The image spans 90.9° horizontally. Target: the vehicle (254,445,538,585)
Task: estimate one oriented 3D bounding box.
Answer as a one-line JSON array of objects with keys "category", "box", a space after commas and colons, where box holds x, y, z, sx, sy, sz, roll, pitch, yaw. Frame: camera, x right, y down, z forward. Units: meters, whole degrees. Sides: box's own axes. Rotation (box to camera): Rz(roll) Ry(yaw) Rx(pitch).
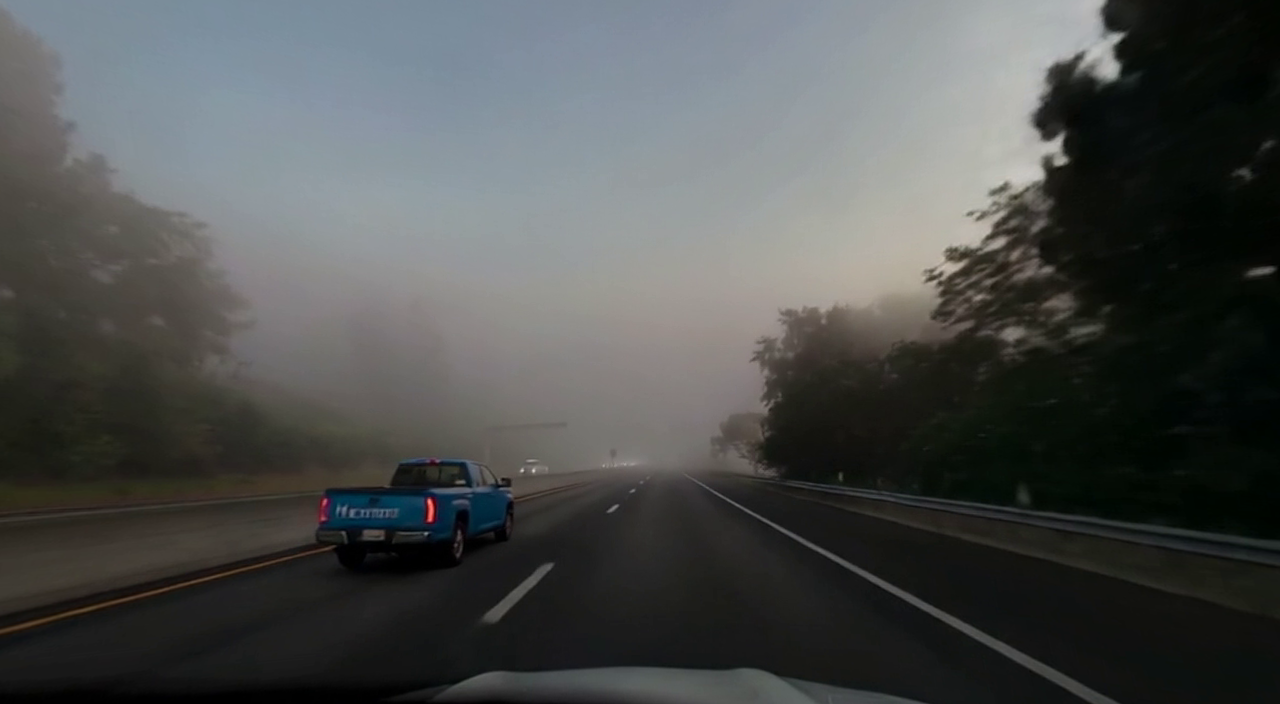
[{"category": "vehicle", "box": [-3.123, 2.259, 9.551, 2.135, 1.506, 5.041, 0, -10, 2]}]
